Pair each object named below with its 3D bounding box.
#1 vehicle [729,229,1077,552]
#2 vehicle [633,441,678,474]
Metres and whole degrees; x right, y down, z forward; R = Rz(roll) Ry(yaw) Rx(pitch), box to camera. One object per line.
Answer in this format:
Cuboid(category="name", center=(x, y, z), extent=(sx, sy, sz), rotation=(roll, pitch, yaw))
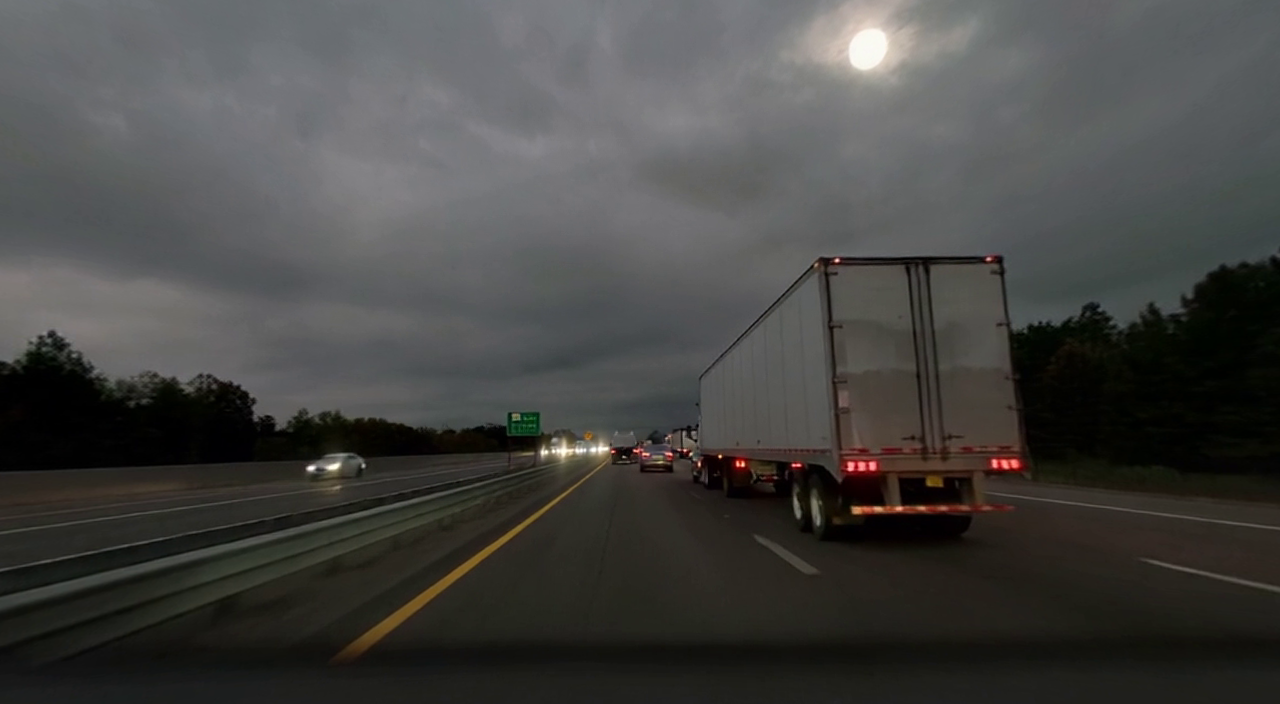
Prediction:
Cuboid(category="vehicle", center=(3.849, 1.054, 12.128), extent=(2.816, 4.086, 8.486), rotation=(0, -9, -1))
Cuboid(category="vehicle", center=(0.883, 5.608, 33.455), extent=(2.127, 1.642, 3.899), rotation=(-1, -9, 5))
